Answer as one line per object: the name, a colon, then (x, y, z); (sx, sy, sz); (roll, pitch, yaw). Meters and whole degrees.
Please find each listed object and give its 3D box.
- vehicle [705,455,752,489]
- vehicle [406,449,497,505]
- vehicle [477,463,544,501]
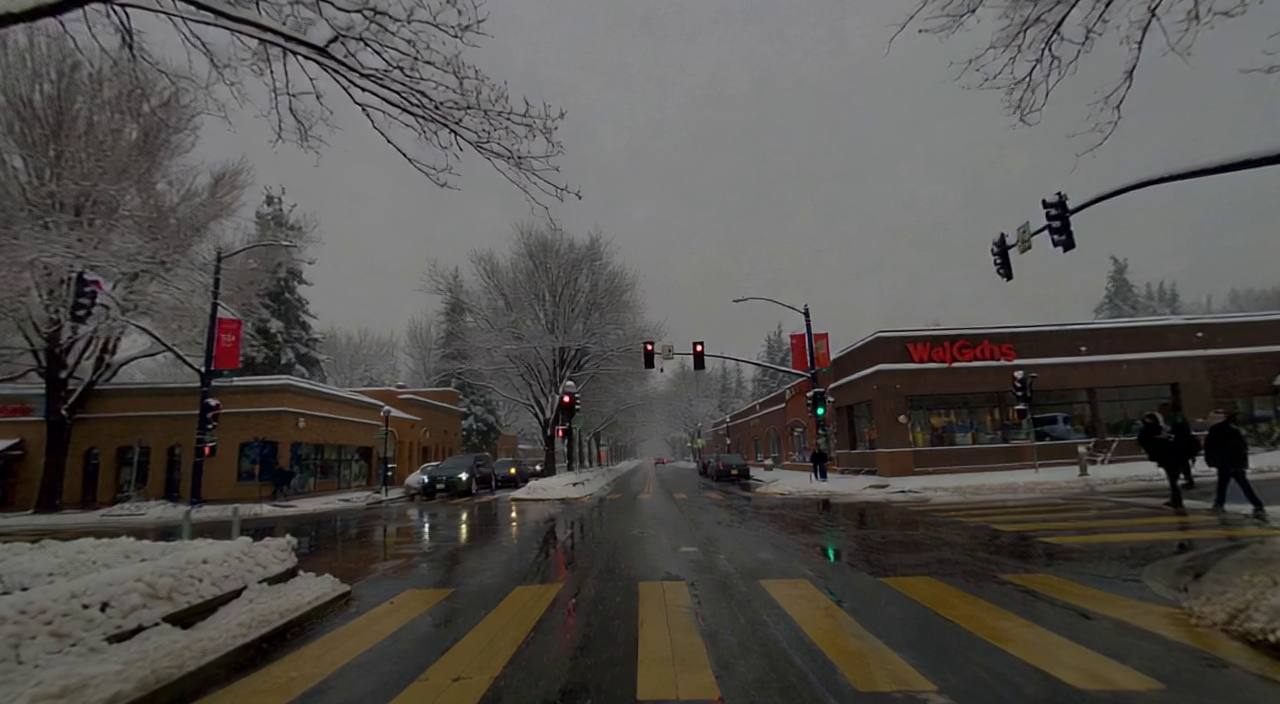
vehicle: (5.194, 7.103, 37.712); (2.010, 1.844, 4.386); (0, -8, -2)
vehicle: (-8.821, 5.866, 30.314); (2.489, 2.323, 5.843); (0, -8, 1)
vehicle: (-5.751, 5.829, 28.618); (1.983, 1.438, 4.559); (0, -8, 1)
